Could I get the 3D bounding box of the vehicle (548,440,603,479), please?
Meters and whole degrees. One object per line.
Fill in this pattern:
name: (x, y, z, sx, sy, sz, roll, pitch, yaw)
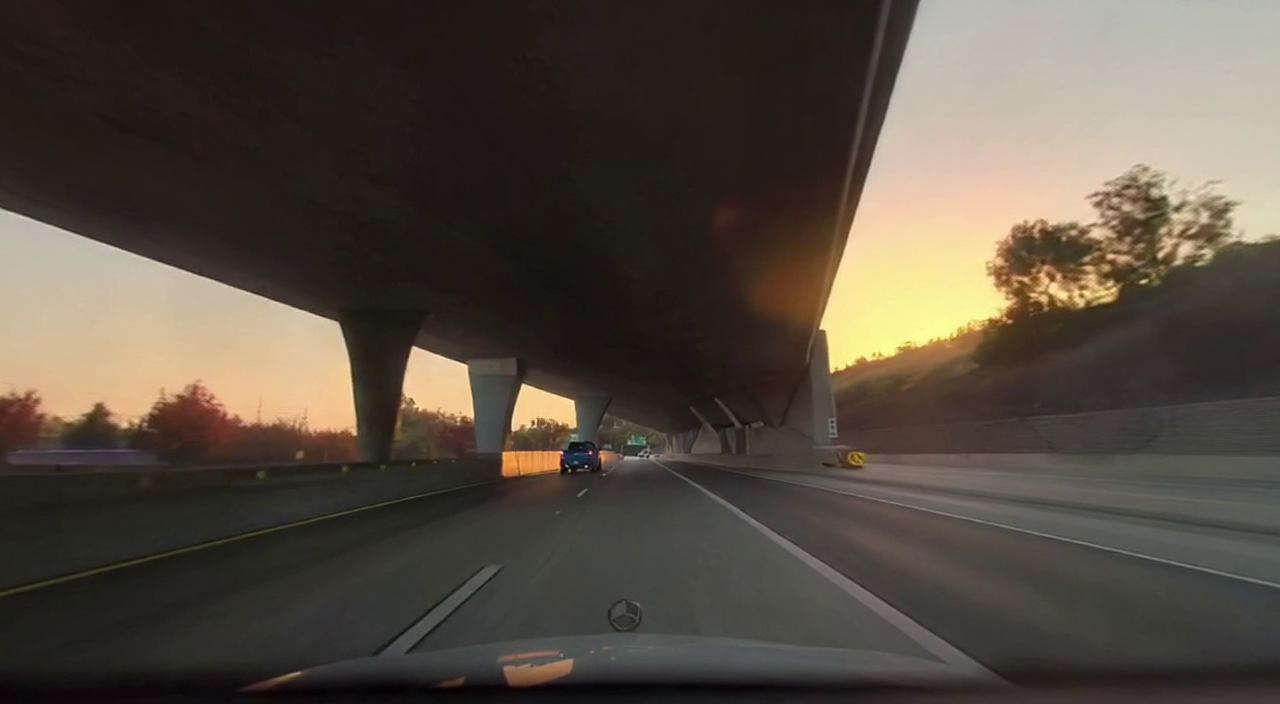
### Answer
vehicle: (-3.030, 5.190, 30.574, 2.152, 1.717, 4.423, 0, -9, 1)
